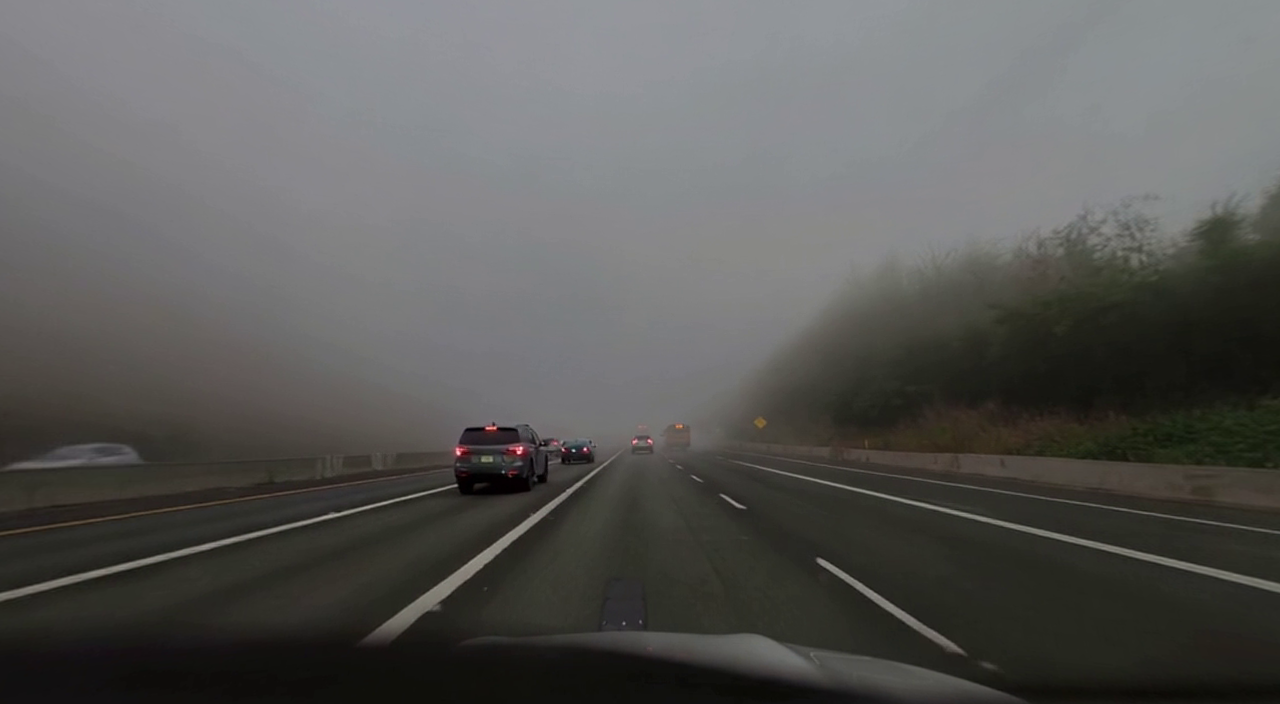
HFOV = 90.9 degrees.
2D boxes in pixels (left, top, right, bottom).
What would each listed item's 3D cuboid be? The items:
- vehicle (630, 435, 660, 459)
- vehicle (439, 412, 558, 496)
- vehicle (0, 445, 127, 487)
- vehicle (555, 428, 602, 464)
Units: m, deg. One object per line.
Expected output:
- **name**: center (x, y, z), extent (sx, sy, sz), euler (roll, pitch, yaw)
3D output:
- **vehicle**: center (0.329, 6.659, 44.259), extent (2.042, 1.632, 3.654), euler (0, -8, 0)
- **vehicle**: center (-3.536, 2.669, 16.704), extent (2.016, 1.898, 4.458), euler (0, -8, 1)
- **vehicle**: center (-23.122, 4.431, 24.862), extent (1.806, 1.464, 4.678), euler (0, -8, 0)
- **vehicle**: center (-3.371, 5.267, 35.326), extent (2.155, 1.843, 4.567), euler (0, -8, 0)
